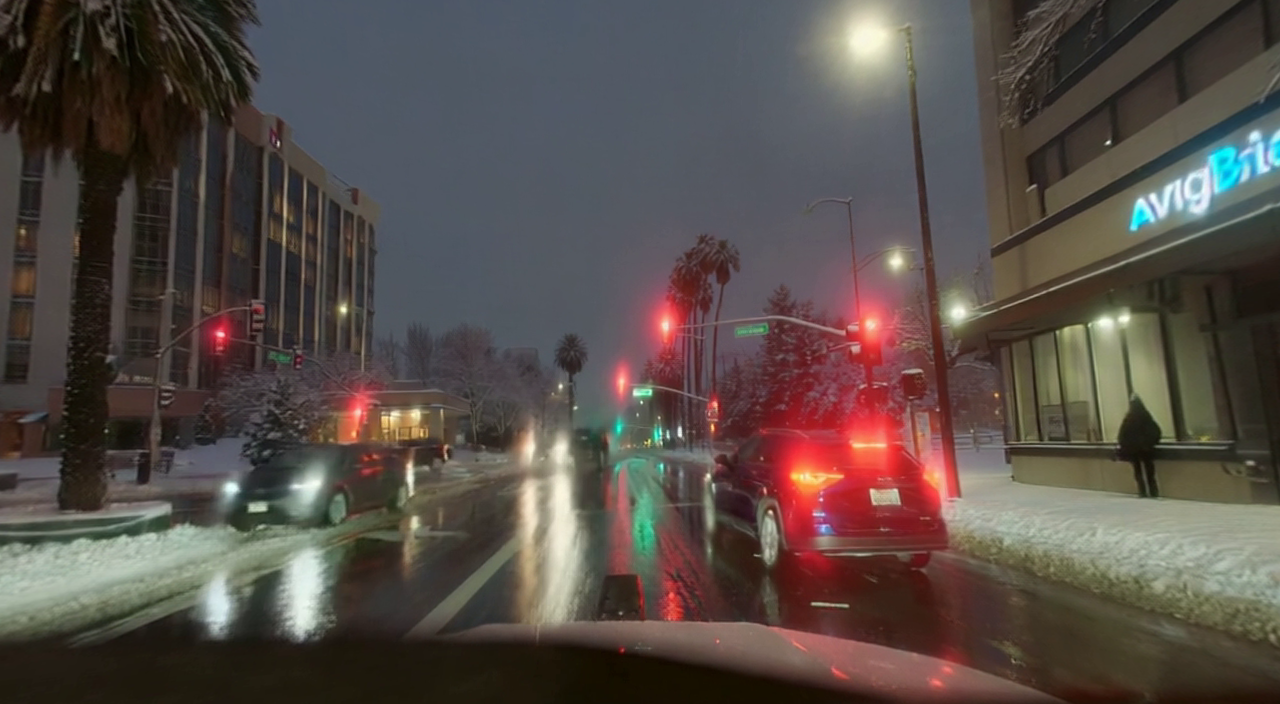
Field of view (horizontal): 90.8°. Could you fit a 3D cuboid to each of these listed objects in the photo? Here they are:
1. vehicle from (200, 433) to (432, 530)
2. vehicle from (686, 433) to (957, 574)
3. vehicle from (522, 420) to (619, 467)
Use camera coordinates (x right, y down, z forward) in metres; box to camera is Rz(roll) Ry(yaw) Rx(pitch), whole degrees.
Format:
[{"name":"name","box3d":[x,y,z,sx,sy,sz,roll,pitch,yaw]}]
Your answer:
[{"name":"vehicle","box3d":[-5.745,2.326,12.020,2.052,1.478,4.395,0,-8,1]},{"name":"vehicle","box3d":[2.140,1.958,9.149,2.090,1.466,4.676,1,-8,-6]},{"name":"vehicle","box3d":[-3.090,4.311,29.724,2.190,1.964,5.614,-3,-9,21]}]
